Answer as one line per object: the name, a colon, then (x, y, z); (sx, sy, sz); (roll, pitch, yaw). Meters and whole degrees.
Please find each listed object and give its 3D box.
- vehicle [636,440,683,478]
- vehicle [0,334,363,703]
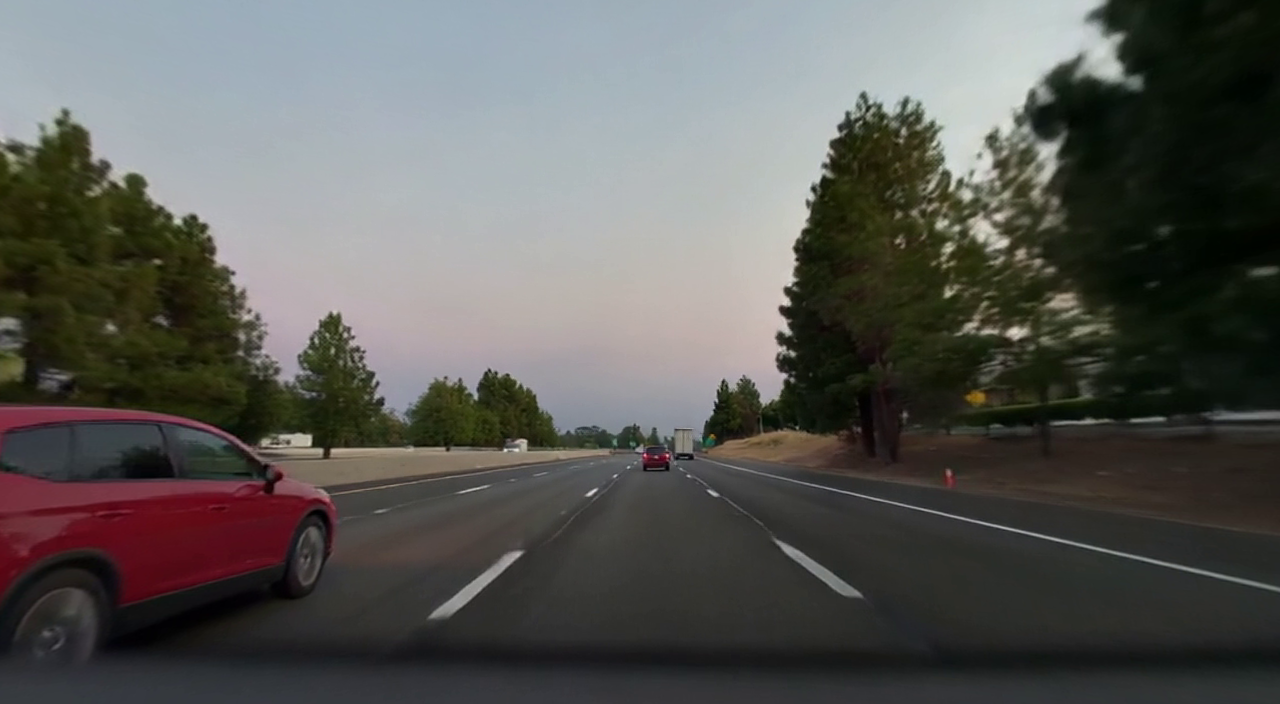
vehicle: (0.899, 5.117, 30.305); (2.087, 1.682, 4.388); (0, -9, 0)
vehicle: (-3.762, 0.995, 3.647); (2.139, 1.804, 4.611); (0, -9, 1)
